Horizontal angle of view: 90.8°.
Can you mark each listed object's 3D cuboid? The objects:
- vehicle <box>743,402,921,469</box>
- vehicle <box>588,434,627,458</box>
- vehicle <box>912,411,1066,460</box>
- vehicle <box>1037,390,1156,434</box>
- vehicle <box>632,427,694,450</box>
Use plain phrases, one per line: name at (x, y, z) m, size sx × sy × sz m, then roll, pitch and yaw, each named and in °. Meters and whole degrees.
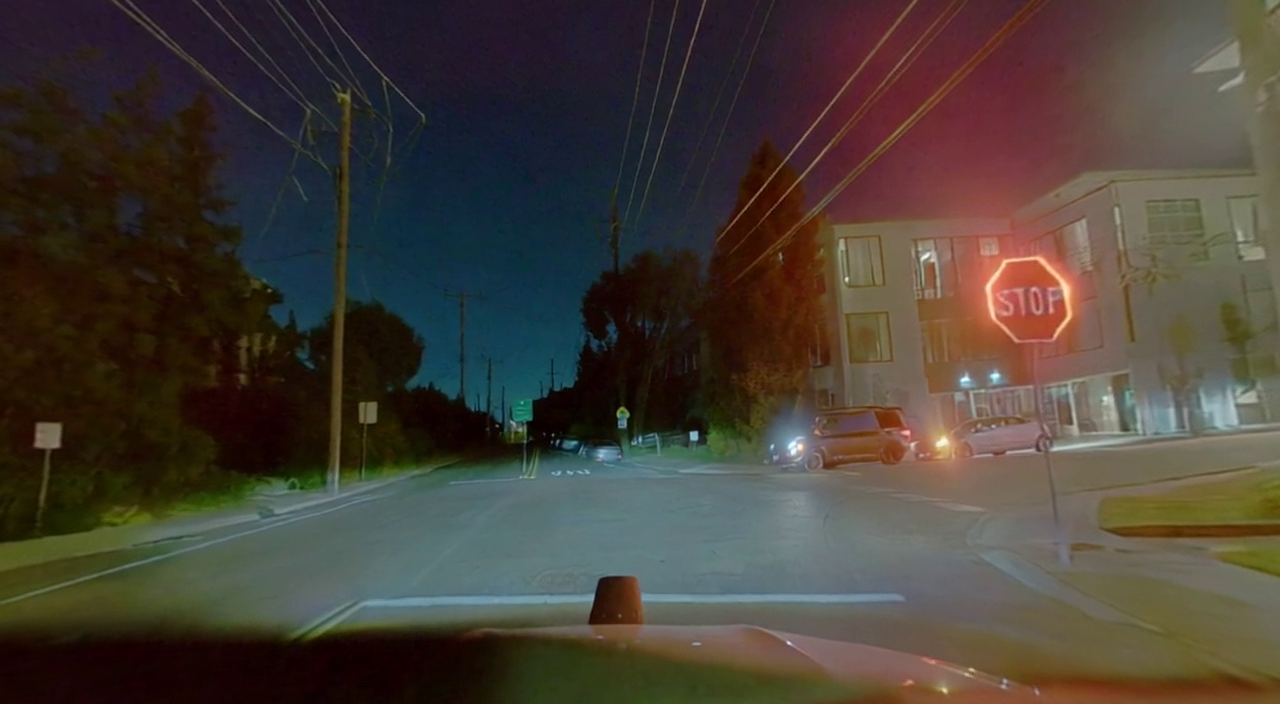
vehicle at (5.635, 2.598, 19.217) m, size 4.790 × 1.872 × 2.155 m, roll -1°, pitch -11°, yaw 7°
vehicle at (-2.174, 6.236, 41.768) m, size 1.918 × 1.475 × 4.060 m, roll 2°, pitch -9°, yaw -12°
vehicle at (12.998, 3.140, 23.649) m, size 4.830 × 1.490 × 1.878 m, roll -2°, pitch -9°, yaw -11°
vehicle at (22.037, 2.980, 30.762) m, size 1.976 × 1.876 × 4.405 m, roll 1°, pitch -9°, yaw -10°
vehicle at (1.739, 6.599, 48.302) m, size 4.424 × 1.645 × 1.820 m, roll 2°, pitch -9°, yaw -14°
